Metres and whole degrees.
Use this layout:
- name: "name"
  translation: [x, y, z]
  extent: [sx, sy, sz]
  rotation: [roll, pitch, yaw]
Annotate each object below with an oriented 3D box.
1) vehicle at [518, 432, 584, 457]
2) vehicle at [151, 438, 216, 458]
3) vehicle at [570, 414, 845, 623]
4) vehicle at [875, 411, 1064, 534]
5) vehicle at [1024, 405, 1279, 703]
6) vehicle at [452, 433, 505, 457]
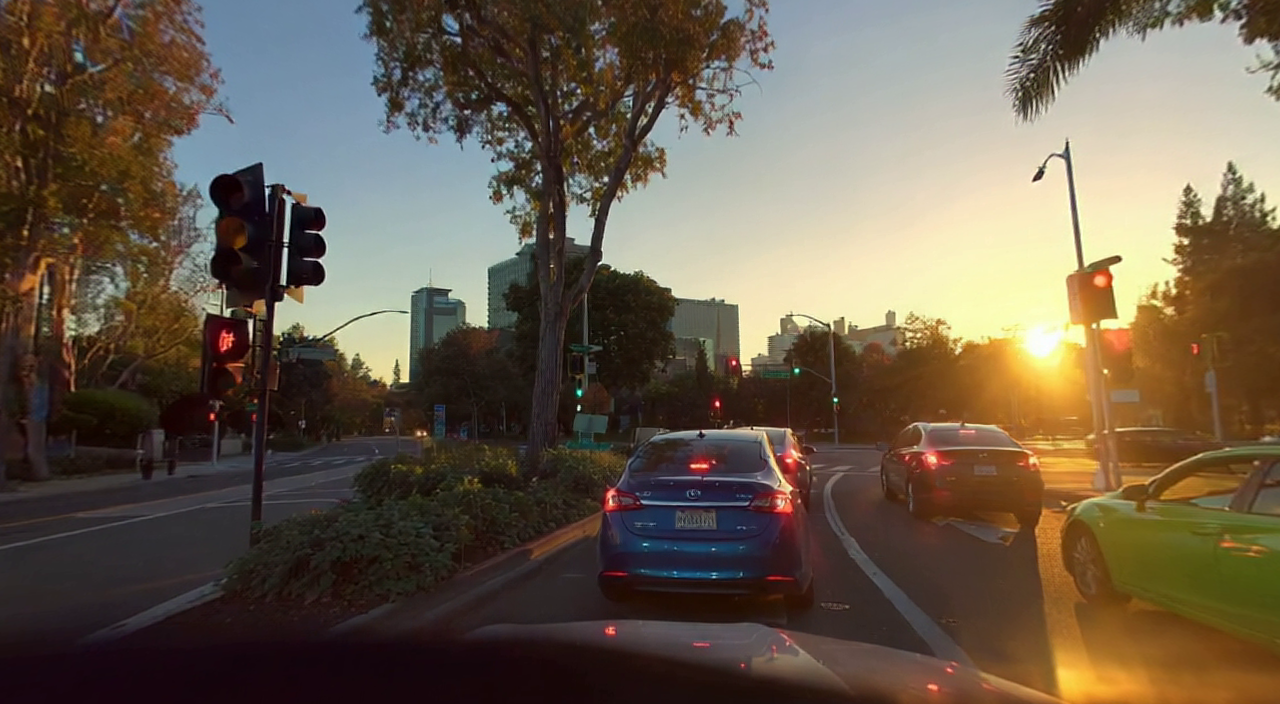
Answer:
- name: "vehicle"
  translation: [-5.941, 6.109, 41.549]
  extent: [1.932, 1.573, 4.509]
  rotation: [8, -12, -44]
- name: "vehicle"
  translation: [-35.352, 7.445, 48.657]
  extent: [1.652, 1.433, 3.733]
  rotation: [-7, -11, 40]
- name: "vehicle"
  translation: [0.863, 1.499, 6.687]
  extent: [2.052, 1.483, 3.928]
  rotation: [-2, -8, 12]
- name: "vehicle"
  translation: [5.547, 2.045, 11.286]
  extent: [2.102, 1.717, 4.373]
  rotation: [-2, -9, 16]
- name: "vehicle"
  translation: [4.249, 1.061, 3.367]
  extent: [1.954, 1.508, 4.441]
  rotation: [-1, -8, 6]
- name: "vehicle"
  translation: [-12.435, 7.128, 48.200]
  extent: [1.972, 1.705, 4.457]
  rotation: [8, -11, -44]
